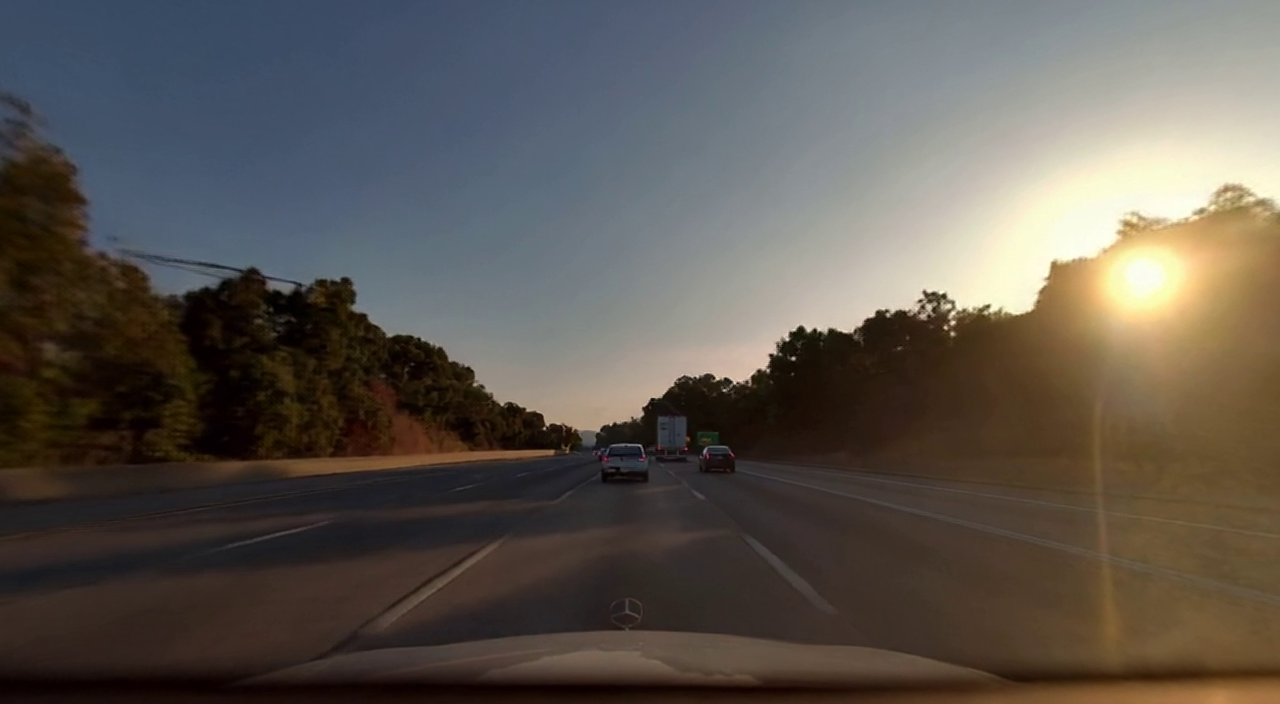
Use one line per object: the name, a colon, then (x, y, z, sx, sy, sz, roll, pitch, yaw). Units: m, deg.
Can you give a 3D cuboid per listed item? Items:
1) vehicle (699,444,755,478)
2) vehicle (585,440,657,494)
vehicle: (3.986, 5.070, 29.678, 1.971, 1.472, 4.301, 0, -8, -1)
vehicle: (-0.499, 3.573, 20.016, 2.020, 1.516, 3.951, -1, -9, 2)
